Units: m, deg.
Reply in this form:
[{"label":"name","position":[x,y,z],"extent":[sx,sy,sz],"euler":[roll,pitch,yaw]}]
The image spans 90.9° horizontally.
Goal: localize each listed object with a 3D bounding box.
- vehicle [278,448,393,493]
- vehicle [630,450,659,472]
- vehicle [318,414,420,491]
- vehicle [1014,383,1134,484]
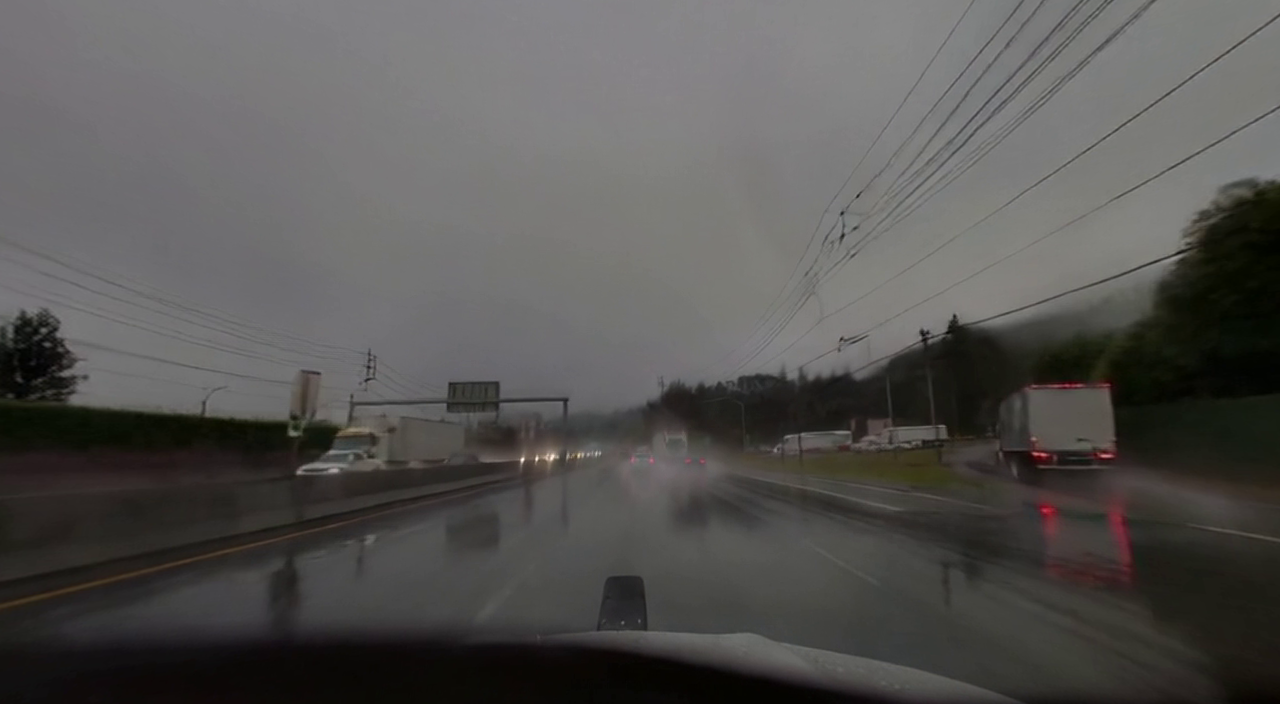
[{"label":"vehicle","position":[-11.298,4.412,23.825],"extent":[1.950,1.505,4.757],"euler":[0,-9,0]},{"label":"vehicle","position":[0.319,8.231,47.727],"extent":[2.111,1.599,3.859],"euler":[0,-9,1]},{"label":"vehicle","position":[-15.508,5.837,36.643],"extent":[2.996,4.046,6.372],"euler":[0,-9,0]},{"label":"vehicle","position":[21.731,4.274,32.200],"extent":[3.327,4.408,8.189],"euler":[-4,-10,24]}]
